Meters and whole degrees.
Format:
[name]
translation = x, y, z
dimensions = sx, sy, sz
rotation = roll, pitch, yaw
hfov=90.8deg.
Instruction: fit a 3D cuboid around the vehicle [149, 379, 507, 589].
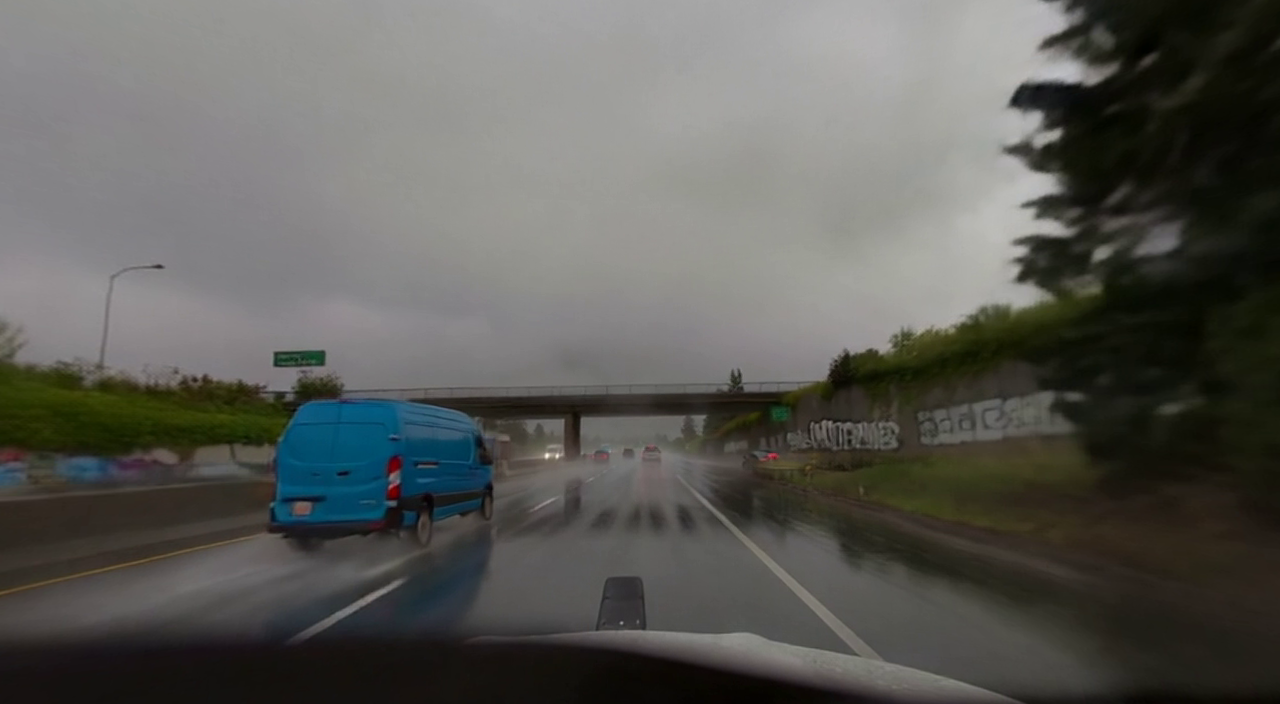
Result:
[vehicle]
translation = -3.584, 1.666, 8.769
dimensions = 2.310, 2.030, 5.094
rotation = 0, -9, 0
